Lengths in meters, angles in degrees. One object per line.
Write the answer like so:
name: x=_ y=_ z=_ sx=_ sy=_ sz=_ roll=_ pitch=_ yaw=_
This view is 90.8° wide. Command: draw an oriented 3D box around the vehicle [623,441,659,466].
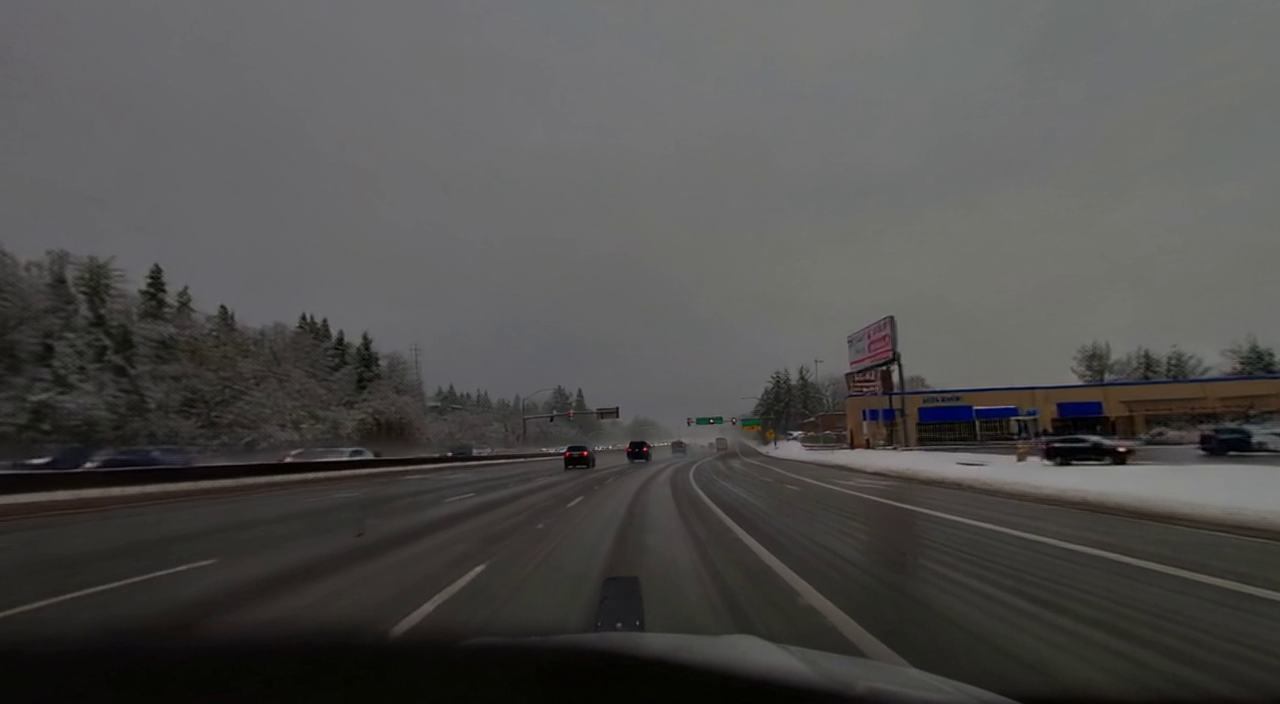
vehicle: x=0.122 y=7.510 z=47.019 sx=2.139 sy=1.782 sz=4.079 roll=-1 pitch=-9 yaw=7

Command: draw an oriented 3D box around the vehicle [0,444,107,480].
vehicle: x=-27.766 y=5.072 z=29.528 sx=1.854 sy=1.526 sz=4.216 roll=0 pitch=-9 yaw=4

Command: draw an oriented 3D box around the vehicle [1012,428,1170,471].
vehicle: x=17.512 y=3.829 z=24.814 sx=4.577 sy=1.460 sz=1.937 roll=-5 pitch=-9 yaw=20

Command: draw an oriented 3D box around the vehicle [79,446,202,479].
vehicle: x=-23.909 y=5.260 z=30.506 sx=1.902 sy=1.462 sz=4.579 roll=-1 pitch=-9 yaw=5

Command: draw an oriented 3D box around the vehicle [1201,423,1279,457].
vehicle: x=33.751 y=4.758 z=34.139 sx=4.628 sy=1.747 sz=1.934 roll=-4 pitch=-10 yaw=25

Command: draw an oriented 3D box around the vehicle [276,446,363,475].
vehicle: x=-17.280 y=5.834 z=34.351 sx=1.991 sy=1.461 sz=4.623 roll=-1 pitch=-9 yaw=4
